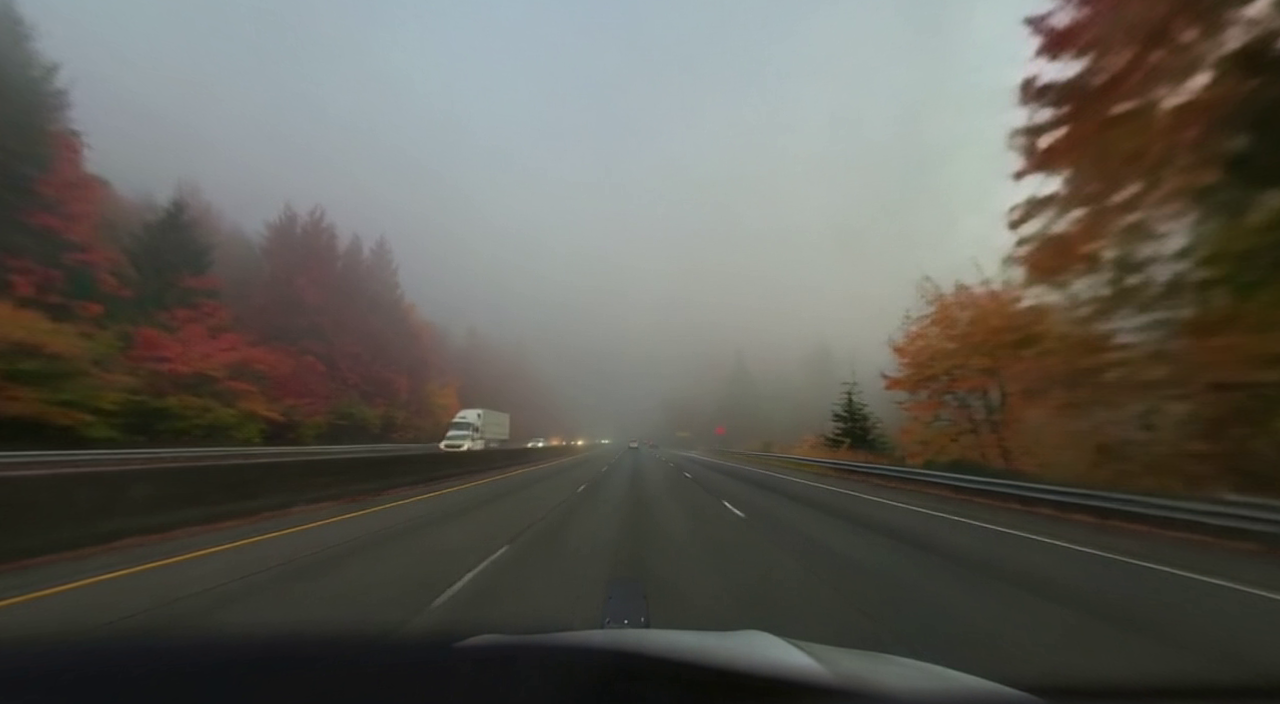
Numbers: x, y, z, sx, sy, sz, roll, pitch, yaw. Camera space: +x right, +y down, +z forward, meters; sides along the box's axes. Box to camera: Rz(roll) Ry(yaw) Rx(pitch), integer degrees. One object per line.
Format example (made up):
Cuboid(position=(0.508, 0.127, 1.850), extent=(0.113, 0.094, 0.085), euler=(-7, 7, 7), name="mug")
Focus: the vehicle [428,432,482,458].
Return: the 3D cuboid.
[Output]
Cuboid(position=(-11.697, 5.928, 40.113), extent=(1.968, 1.569, 4.700), euler=(0, -8, 0), name="vehicle")
